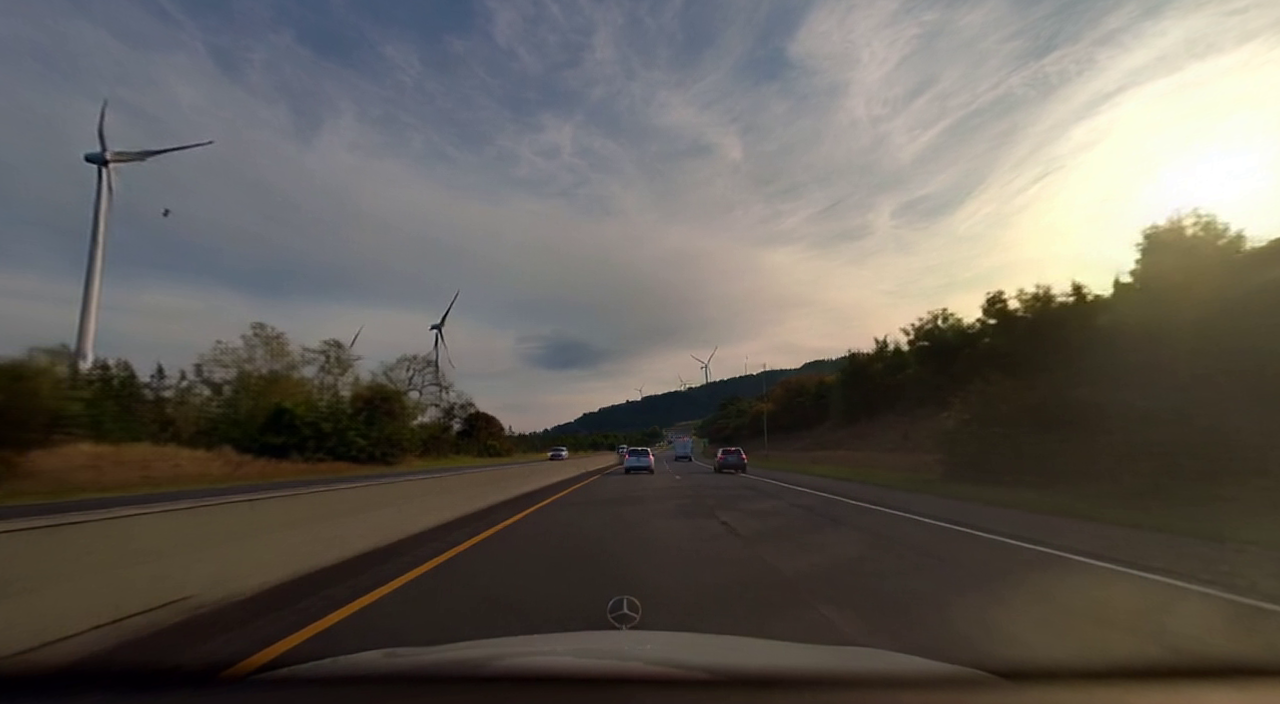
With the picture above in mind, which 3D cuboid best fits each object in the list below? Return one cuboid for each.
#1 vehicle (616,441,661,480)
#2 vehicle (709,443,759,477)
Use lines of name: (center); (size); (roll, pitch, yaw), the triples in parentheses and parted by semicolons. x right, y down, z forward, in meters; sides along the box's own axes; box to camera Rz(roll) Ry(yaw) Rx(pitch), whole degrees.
vehicle: (-0.045, 5.194, 30.466); (2.038, 1.723, 4.150); (0, -9, 0)
vehicle: (5.047, 5.862, 34.434); (2.040, 1.721, 4.507); (0, -9, 1)
